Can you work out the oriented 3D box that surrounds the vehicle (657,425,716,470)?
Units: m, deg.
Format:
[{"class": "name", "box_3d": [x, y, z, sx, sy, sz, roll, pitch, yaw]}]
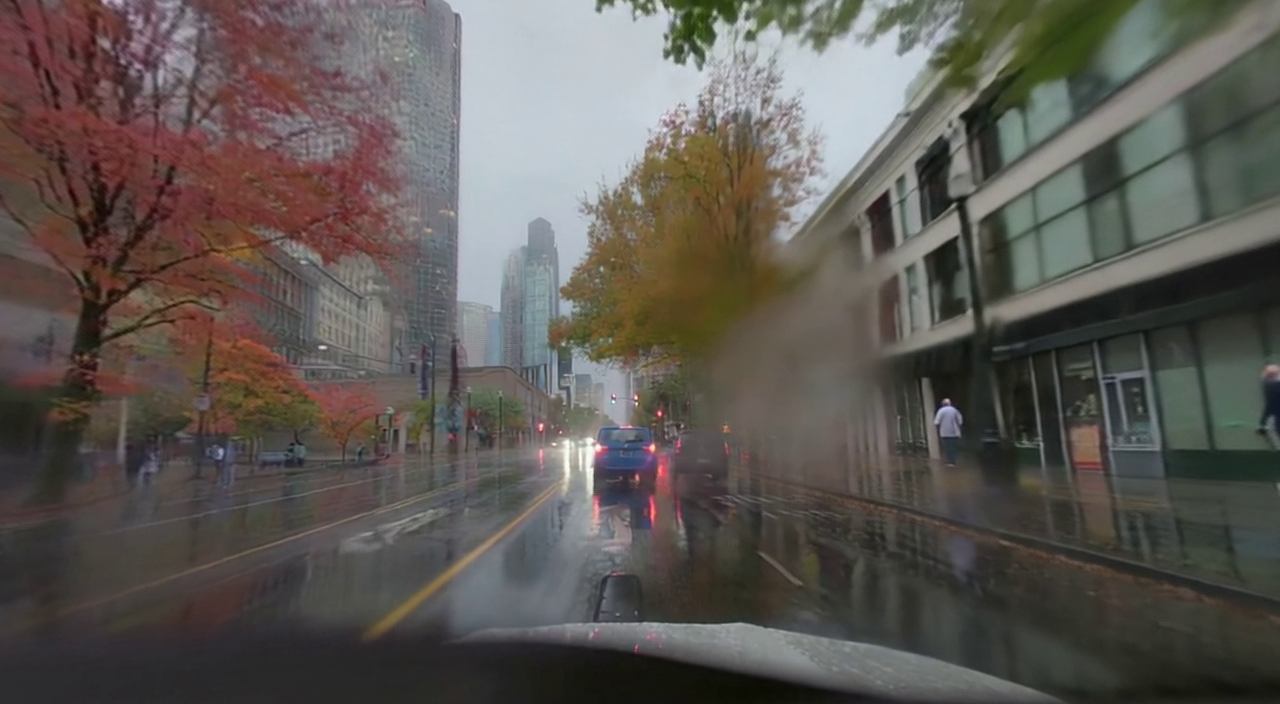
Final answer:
[{"class": "vehicle", "box_3d": [2.137, 4.549, 30.239, 2.147, 1.968, 4.478, 1, -8, -5]}]

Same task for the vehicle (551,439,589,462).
[{"class": "vehicle", "box_3d": [-4.590, 6.533, 41.922, 2.096, 1.415, 4.515, 0, -8, -1]}]

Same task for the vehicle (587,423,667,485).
[{"class": "vehicle", "box_3d": [-0.427, 3.170, 19.871, 2.274, 1.736, 4.083, 0, -8, -2]}]
